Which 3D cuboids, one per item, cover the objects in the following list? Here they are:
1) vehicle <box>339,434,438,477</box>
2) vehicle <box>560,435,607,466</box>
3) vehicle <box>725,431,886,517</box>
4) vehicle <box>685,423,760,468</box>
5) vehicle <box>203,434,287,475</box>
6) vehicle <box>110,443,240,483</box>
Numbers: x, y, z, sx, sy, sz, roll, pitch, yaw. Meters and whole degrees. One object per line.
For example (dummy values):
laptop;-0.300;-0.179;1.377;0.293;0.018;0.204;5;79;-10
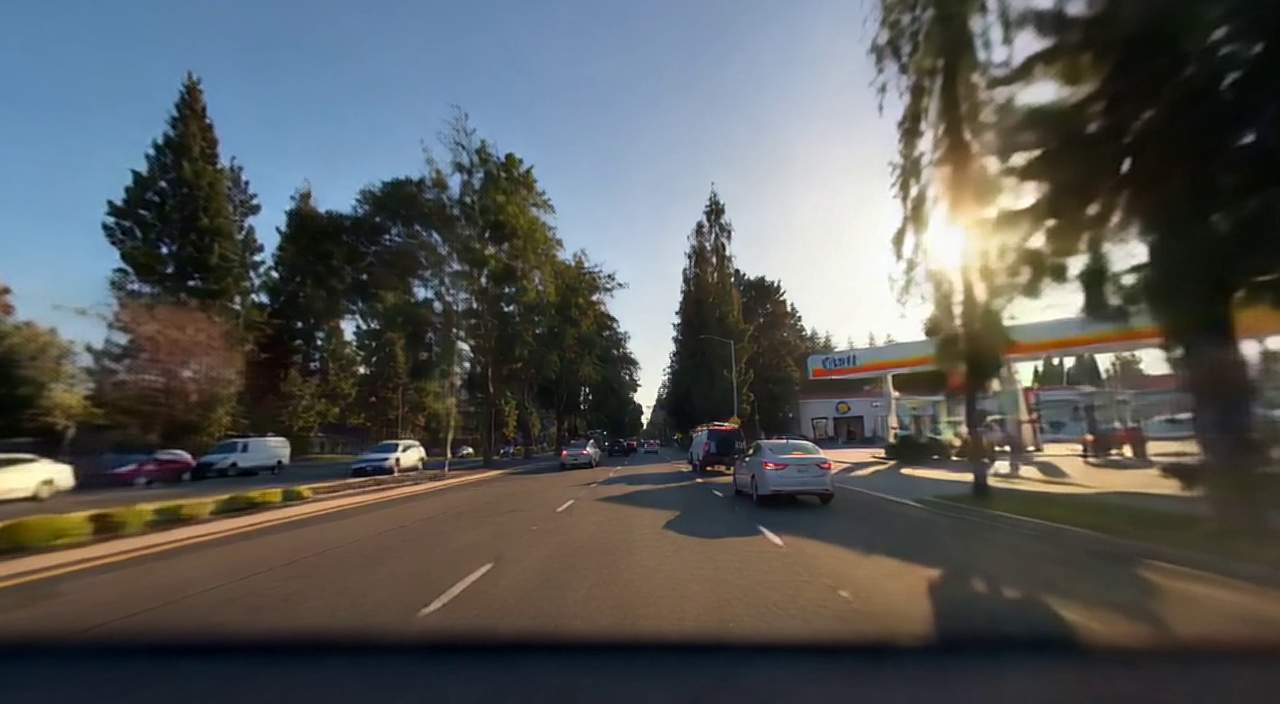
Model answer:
vehicle;-11.225;4.663;28.638;2.141;1.751;5.451;-1;-8;2
vehicle;-3.267;5.796;37.229;2.250;1.713;4.422;-1;-8;2
vehicle;3.216;2.486;13.411;2.095;1.475;4.686;0;-8;-1
vehicle;4.275;5.067;34.161;3.245;2.199;6.295;0;-8;1
vehicle;-24.340;6.322;39.075;2.254;2.335;4.297;-1;-8;2
vehicle;-24.380;5.818;33.440;2.341;1.896;5.876;-1;-8;1
